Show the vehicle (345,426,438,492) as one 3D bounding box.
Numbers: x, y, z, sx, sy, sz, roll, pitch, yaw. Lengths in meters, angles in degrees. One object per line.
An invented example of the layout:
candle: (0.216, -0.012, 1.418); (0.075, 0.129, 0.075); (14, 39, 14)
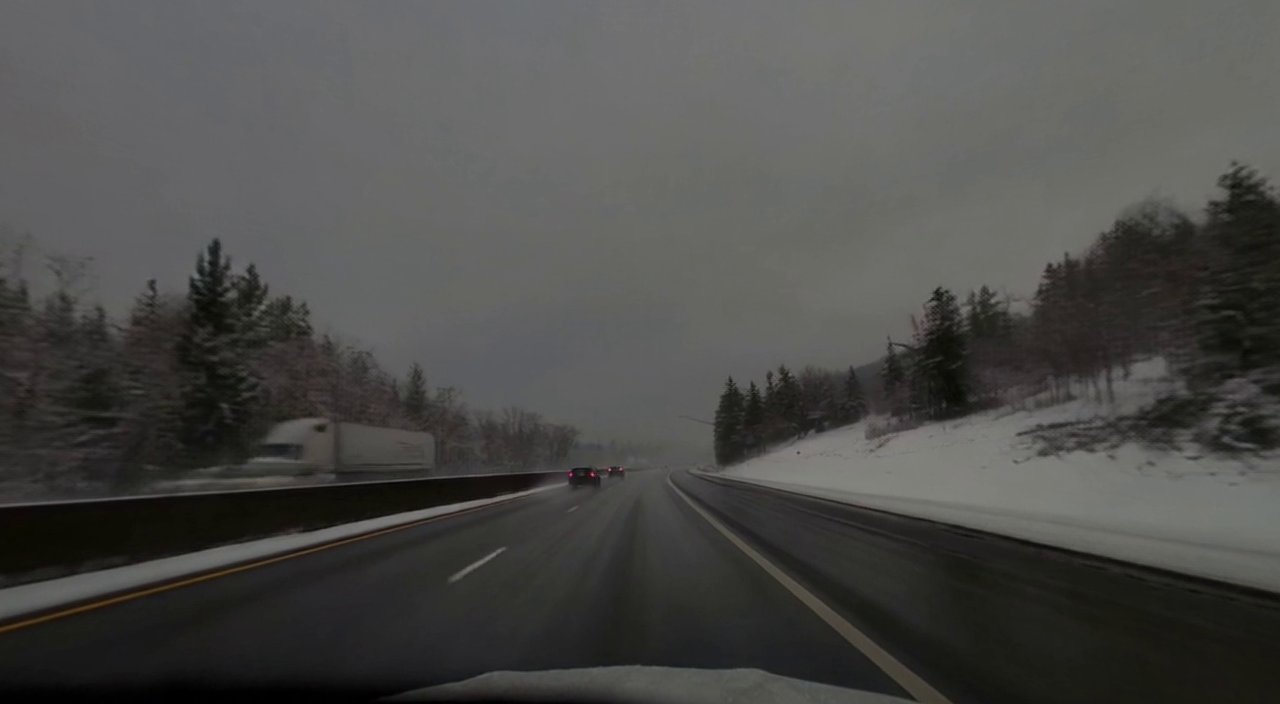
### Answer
vehicle: (-16.915, 7.442, 43.650); (2.842, 4.039, 7.958); (1, -11, 2)

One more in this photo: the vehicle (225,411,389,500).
vehicle: (-17.202, 5.645, 33.800); (3.004, 4.014, 9.919); (1, -11, 2)

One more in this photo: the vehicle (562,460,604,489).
vehicle: (-3.648, 8.011, 41.394); (2.160, 1.721, 4.368); (0, -11, 2)
